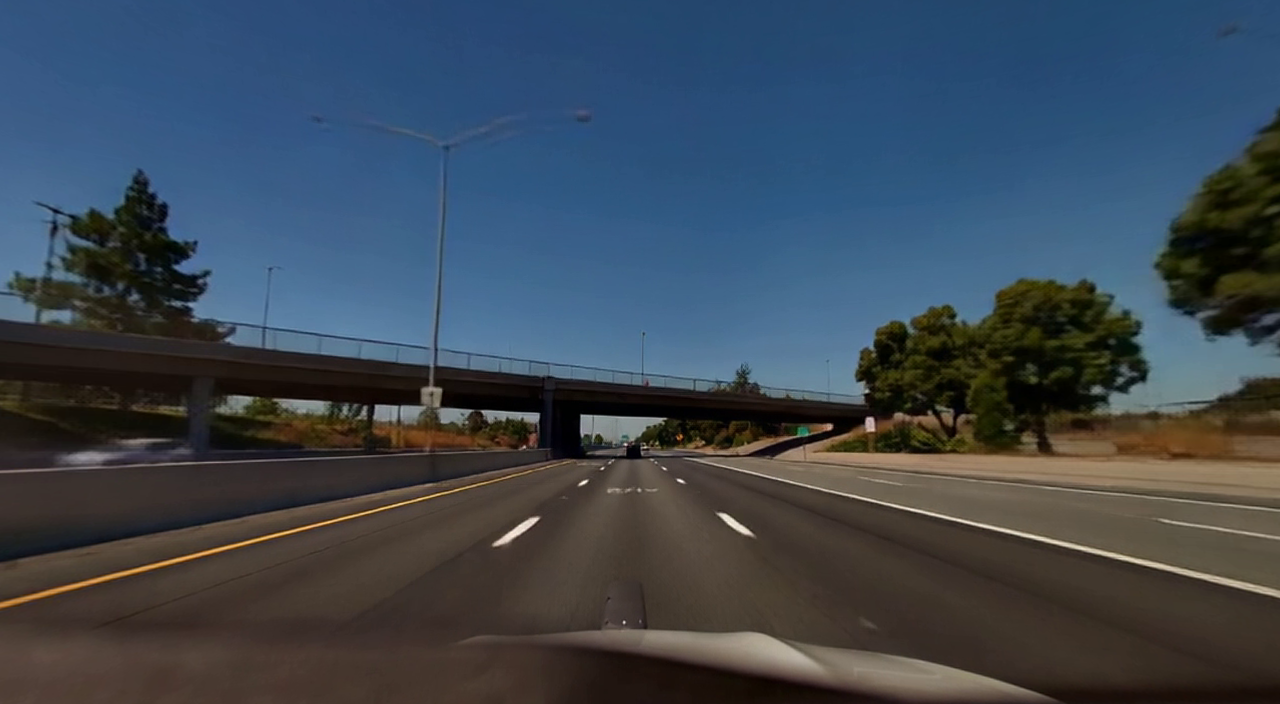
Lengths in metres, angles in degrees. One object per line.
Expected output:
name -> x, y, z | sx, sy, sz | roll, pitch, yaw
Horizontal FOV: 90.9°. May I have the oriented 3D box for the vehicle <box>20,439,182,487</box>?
vehicle -> -18.373, 3.786, 21.821 | 1.804, 1.461, 4.269 | 0, -9, 0
